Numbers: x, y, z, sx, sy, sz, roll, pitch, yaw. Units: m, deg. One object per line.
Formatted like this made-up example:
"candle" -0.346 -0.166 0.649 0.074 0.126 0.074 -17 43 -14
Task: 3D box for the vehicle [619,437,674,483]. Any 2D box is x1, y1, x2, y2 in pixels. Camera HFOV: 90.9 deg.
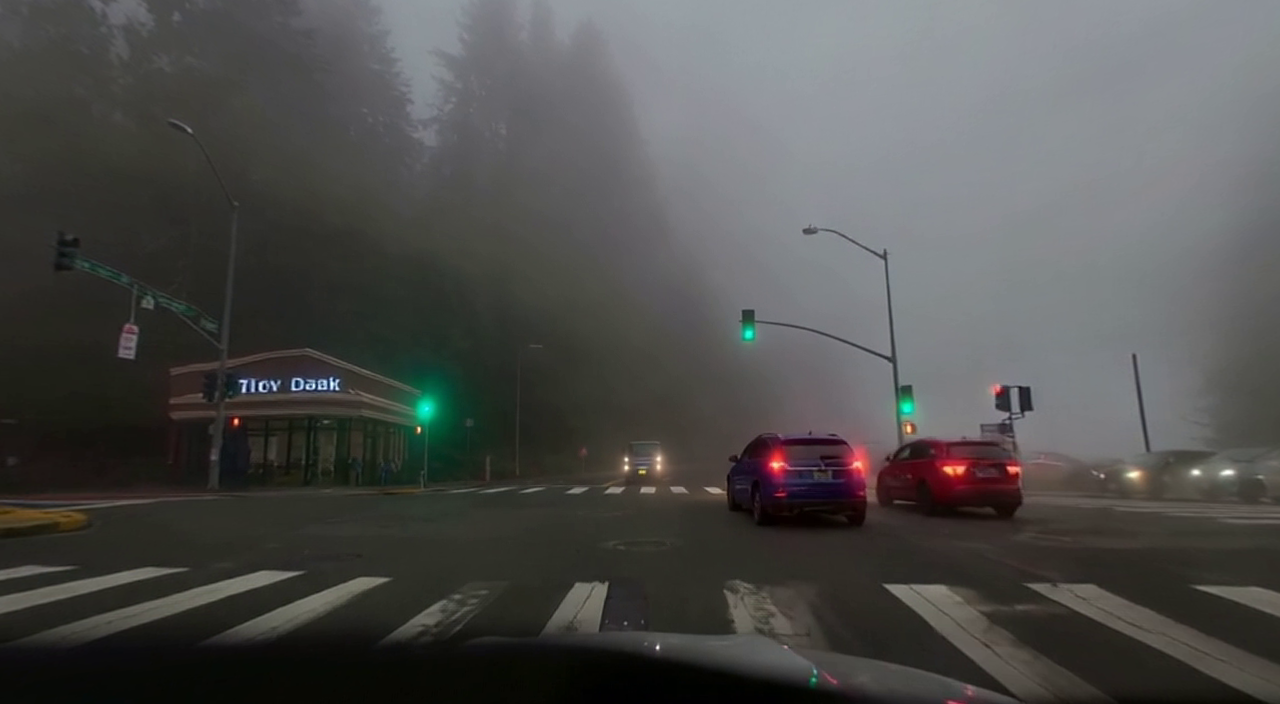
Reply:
"vehicle" 0.226 5.089 30.102 2.390 1.948 5.344 0 -8 -1

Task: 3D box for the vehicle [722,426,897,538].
"vehicle" 2.974 2.385 12.327 2.048 1.725 4.754 0 -8 0

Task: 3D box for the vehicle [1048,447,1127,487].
"vehicle" 18.865 4.824 26.728 1.791 1.520 3.649 -4 -9 21

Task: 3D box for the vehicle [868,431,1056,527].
"vehicle" 6.502 2.564 13.355 1.792 1.682 4.089 0 -8 0

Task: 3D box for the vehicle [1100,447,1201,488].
"vehicle" 21.176 4.769 26.366 2.066 1.488 4.158 -4 -9 22

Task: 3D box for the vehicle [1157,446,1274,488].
"vehicle" 23.706 4.709 26.202 2.134 1.535 4.289 -4 -9 22

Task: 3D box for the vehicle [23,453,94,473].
"vehicle" -42.282 8.058 45.911 3.391 1.379 1.562 4 -9 -27
